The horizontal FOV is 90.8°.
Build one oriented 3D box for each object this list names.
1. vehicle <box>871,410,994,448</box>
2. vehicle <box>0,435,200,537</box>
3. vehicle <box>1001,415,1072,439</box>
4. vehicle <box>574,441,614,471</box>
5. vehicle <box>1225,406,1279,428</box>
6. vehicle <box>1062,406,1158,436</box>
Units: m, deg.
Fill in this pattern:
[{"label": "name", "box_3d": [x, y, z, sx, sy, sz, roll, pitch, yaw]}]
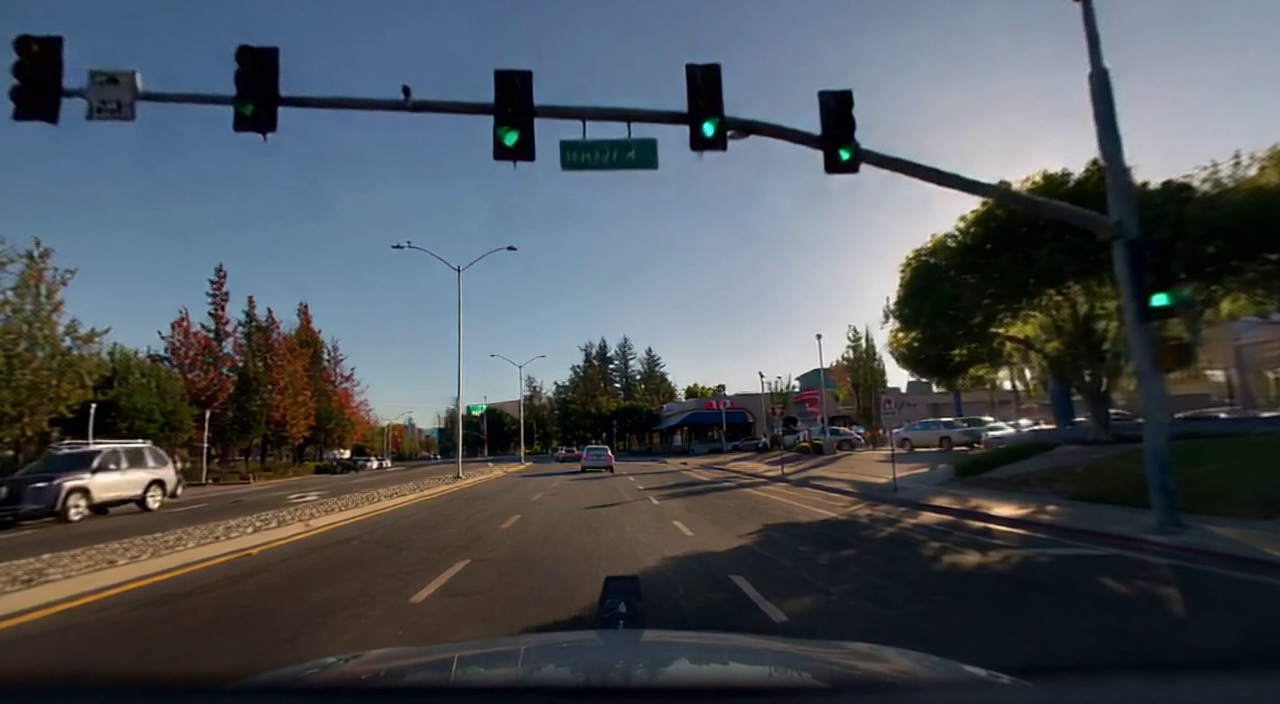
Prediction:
[{"label": "vehicle", "box_3d": [14.009, 3.758, 30.447, 4.851, 1.737, 2.189, 1, -9, -7]}, {"label": "vehicle", "box_3d": [-12.171, 2.703, 13.485, 2.275, 1.752, 4.858, 1, -9, -4]}, {"label": "vehicle", "box_3d": [28.212, 5.401, 45.125, 1.900, 1.570, 4.438, 1, -9, -4]}, {"label": "vehicle", "box_3d": [-2.794, 6.135, 37.473, 2.197, 1.642, 4.312, 1, -9, -7]}, {"label": "vehicle", "box_3d": [44.683, 4.648, 44.935, 1.784, 1.481, 4.199, 1, -8, -7]}, {"label": "vehicle", "box_3d": [28.677, 4.298, 38.745, 2.175, 1.626, 4.598, 1, -9, -3]}]
